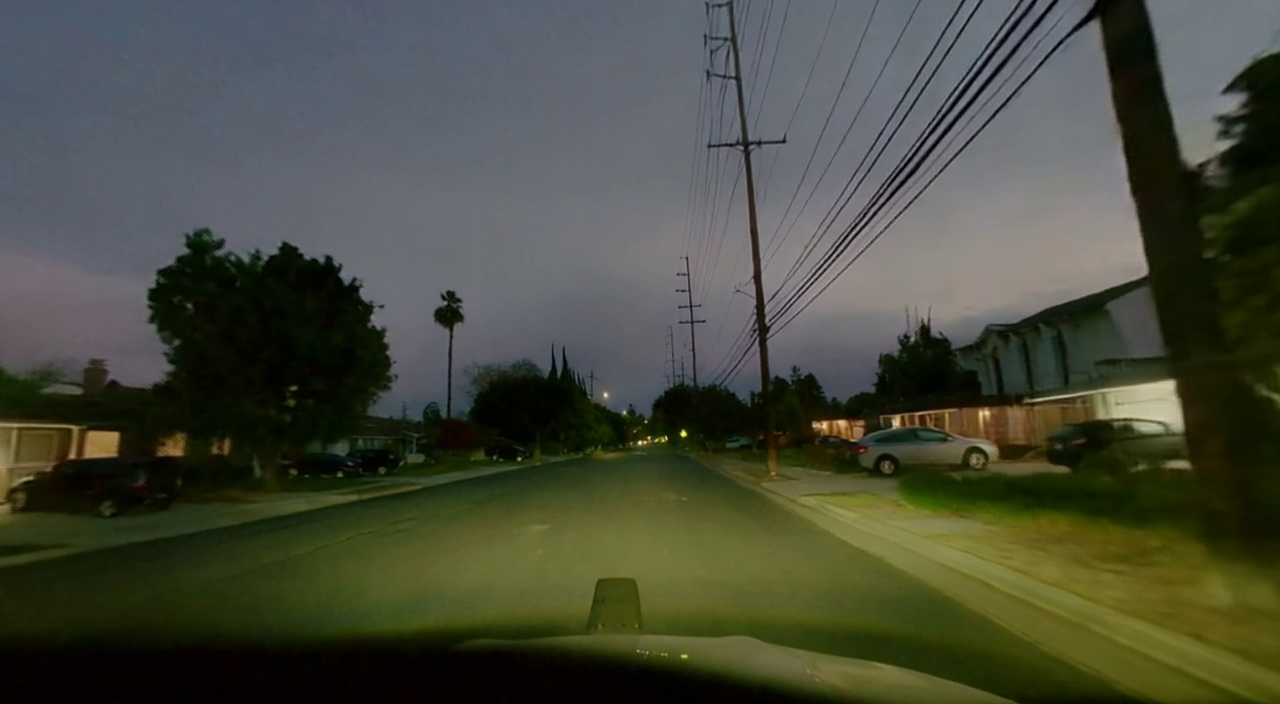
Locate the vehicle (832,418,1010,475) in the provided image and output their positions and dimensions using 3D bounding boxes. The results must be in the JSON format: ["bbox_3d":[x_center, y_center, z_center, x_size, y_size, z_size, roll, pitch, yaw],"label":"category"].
[{"bbox_3d":[9.299,3.152,21.225,4.952,1.775,2.089,0,-8,-1],"label":"vehicle"}]

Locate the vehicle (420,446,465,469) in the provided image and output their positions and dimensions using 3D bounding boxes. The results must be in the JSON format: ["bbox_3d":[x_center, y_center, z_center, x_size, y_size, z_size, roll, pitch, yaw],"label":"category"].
[{"bbox_3d":[-14.996,8.024,48.203,1.816,1.614,4.866,0,-8,1],"label":"vehicle"}]

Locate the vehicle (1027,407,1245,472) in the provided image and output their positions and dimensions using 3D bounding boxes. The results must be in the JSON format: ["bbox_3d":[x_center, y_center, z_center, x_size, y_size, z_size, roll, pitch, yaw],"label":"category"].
[{"bbox_3d":[13.000,2.332,16.795,4.122,1.610,1.888,0,-8,2],"label":"vehicle"}]

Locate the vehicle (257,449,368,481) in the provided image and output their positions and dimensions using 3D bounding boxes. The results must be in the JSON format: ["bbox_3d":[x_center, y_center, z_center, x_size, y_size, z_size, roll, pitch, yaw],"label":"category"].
[{"bbox_3d":[-16.460,5.685,31.923,4.519,1.508,2.018,0,-8,3],"label":"vehicle"}]

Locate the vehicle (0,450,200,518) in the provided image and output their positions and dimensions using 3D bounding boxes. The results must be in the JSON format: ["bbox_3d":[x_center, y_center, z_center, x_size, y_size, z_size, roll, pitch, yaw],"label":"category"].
[{"bbox_3d":[-14.259,3.368,16.417,4.260,1.588,1.927,-1,-8,5],"label":"vehicle"}]
